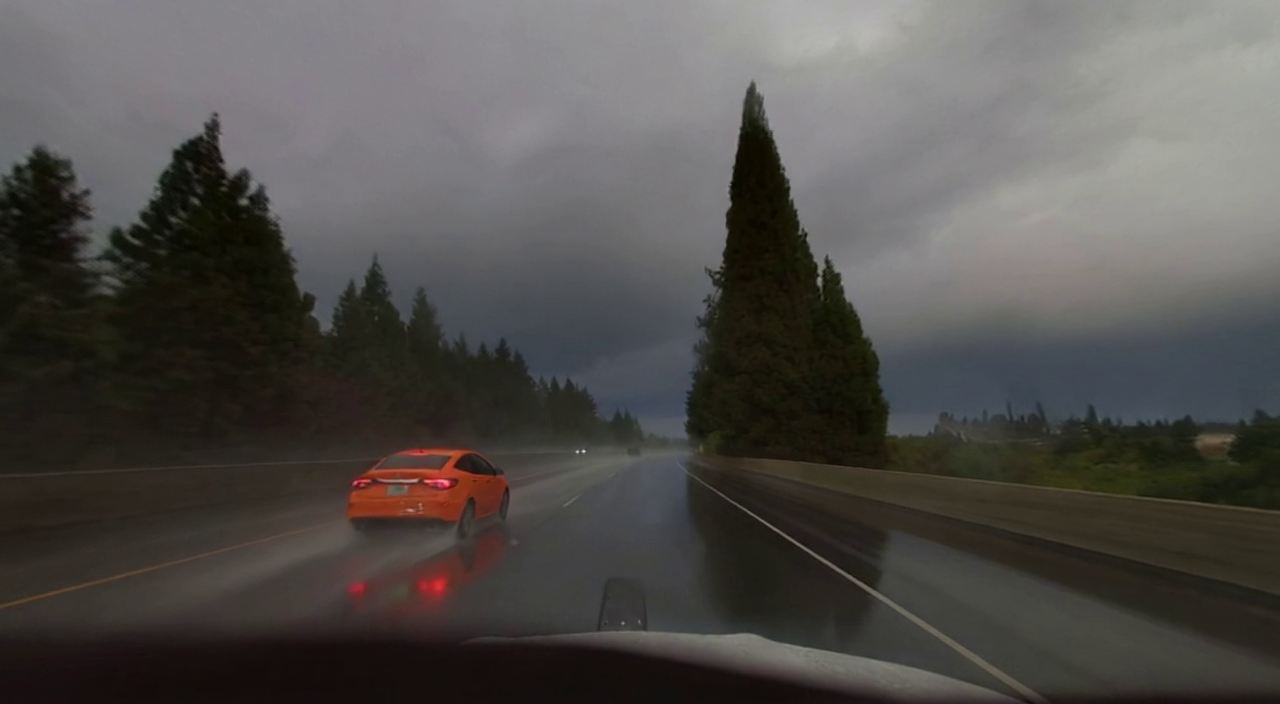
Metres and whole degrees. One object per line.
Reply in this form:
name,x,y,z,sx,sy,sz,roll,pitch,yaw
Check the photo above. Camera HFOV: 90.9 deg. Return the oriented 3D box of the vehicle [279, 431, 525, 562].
vehicle,-3.105,1.976,9.314,1.934,1.486,4.115,0,-9,1
